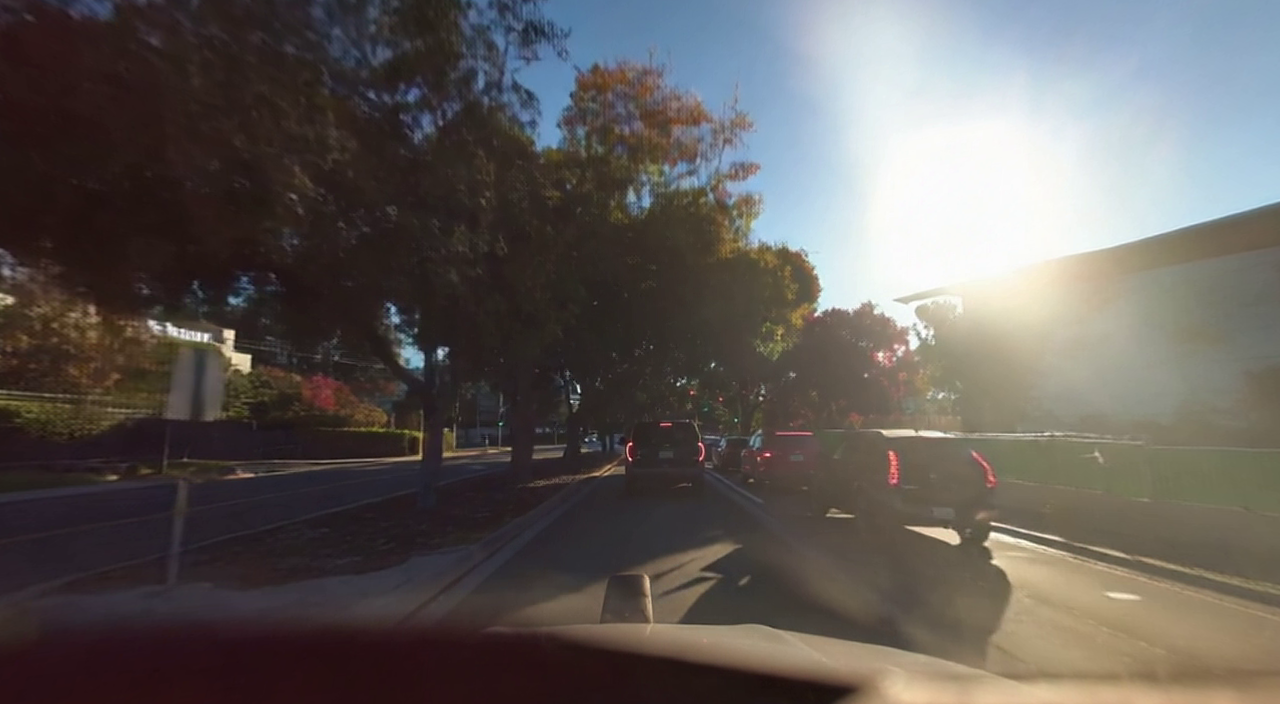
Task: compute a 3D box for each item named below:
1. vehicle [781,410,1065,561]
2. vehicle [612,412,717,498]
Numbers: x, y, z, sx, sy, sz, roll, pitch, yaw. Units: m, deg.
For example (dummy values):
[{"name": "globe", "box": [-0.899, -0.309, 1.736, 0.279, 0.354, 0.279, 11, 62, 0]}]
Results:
[{"name": "vehicle", "box": [3.784, 1.891, 9.703, 2.138, 1.699, 4.852, 0, -8, 0]}, {"name": "vehicle", "box": [0.621, 2.665, 16.523, 2.386, 1.947, 4.168, -1, -8, 2]}]
